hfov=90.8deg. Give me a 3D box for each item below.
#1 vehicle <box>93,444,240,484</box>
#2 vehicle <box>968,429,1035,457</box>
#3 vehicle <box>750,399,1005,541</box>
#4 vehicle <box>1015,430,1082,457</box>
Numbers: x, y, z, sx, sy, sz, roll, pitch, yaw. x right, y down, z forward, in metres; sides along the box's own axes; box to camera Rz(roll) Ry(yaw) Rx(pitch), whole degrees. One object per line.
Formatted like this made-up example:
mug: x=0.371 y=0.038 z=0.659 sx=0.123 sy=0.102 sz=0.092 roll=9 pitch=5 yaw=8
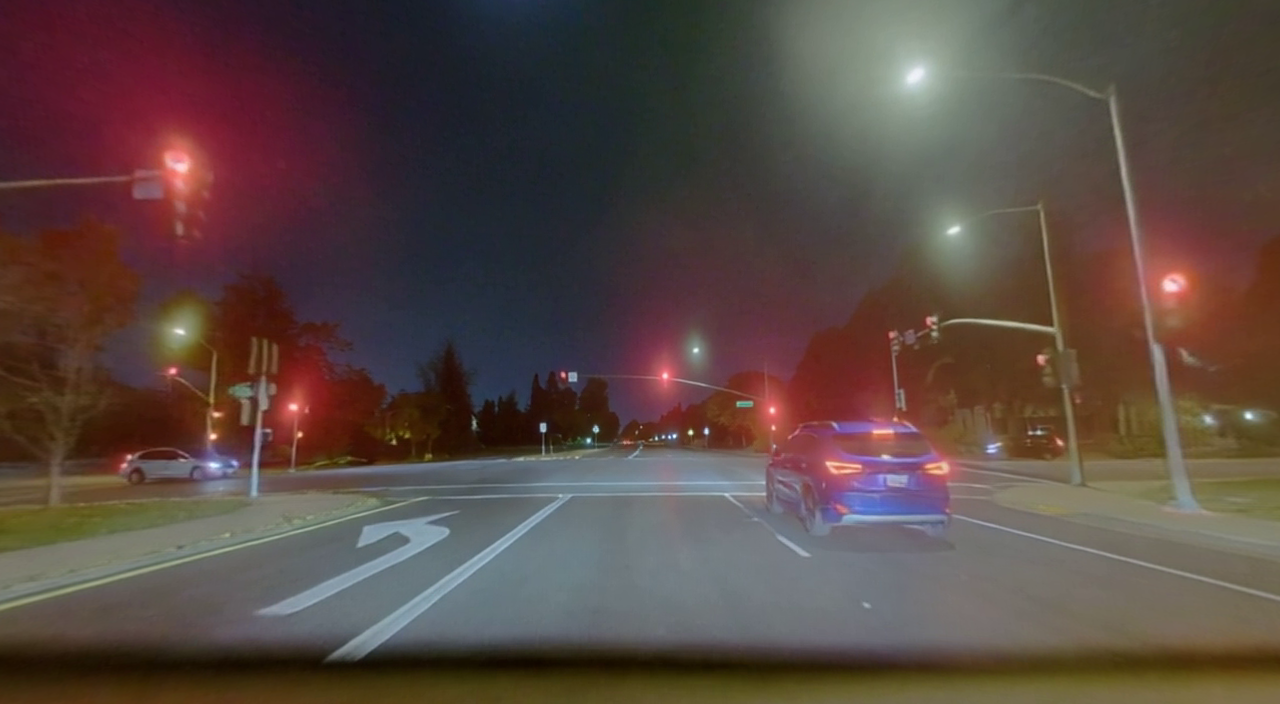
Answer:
vehicle: x=-20.885 y=4.930 z=28.070 sx=4.737 sy=1.659 sz=2.042 roll=1 pitch=-9 yaw=-7
vehicle: x=24.025 y=6.110 z=42.208 sx=1.896 sy=1.760 sz=4.107 roll=0 pitch=-9 yaw=-2
vehicle: x=3.473 y=1.873 z=10.598 sx=2.229 sy=1.795 sz=4.927 roll=0 pitch=-9 yaw=-1
vehicle: x=27.251 y=6.123 z=42.291 sx=1.883 sy=1.685 sz=3.953 roll=-1 pitch=-9 yaw=2
